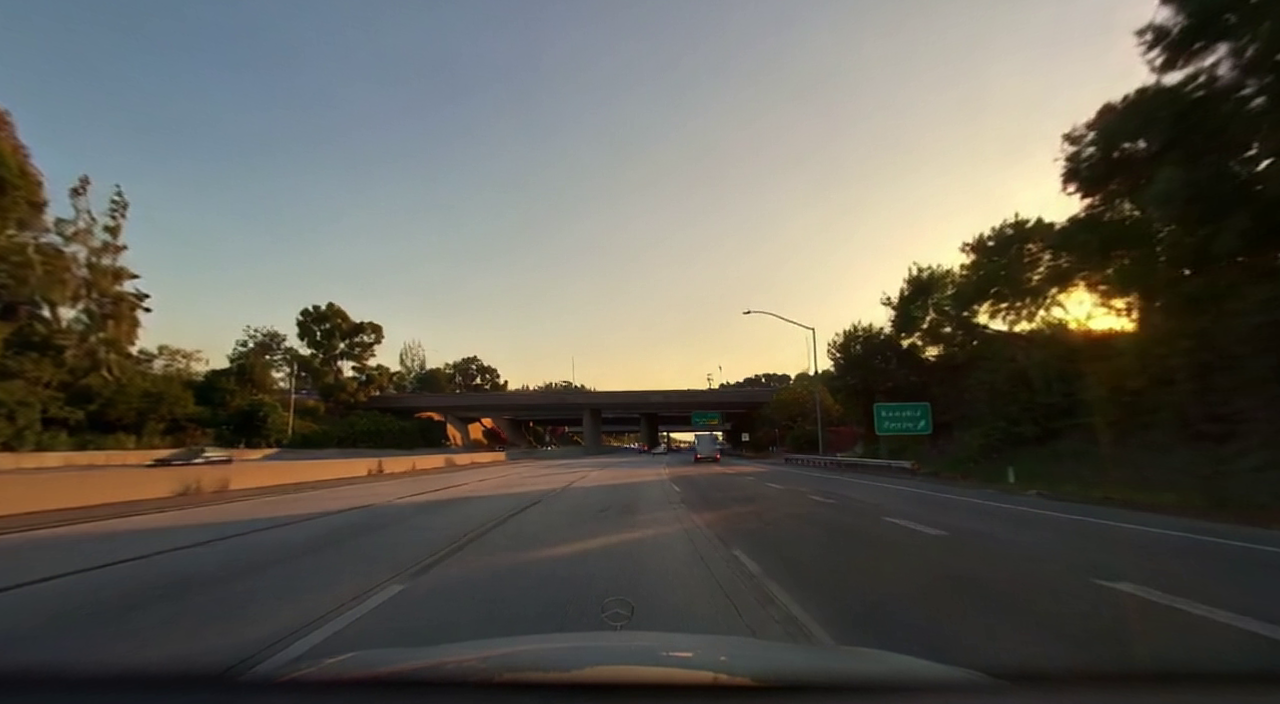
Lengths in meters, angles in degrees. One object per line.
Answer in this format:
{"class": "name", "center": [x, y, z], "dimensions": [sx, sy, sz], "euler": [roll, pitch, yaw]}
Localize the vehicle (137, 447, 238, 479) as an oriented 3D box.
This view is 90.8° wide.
{"class": "vehicle", "center": [-21.501, 5.259, 30.259], "dimensions": [1.765, 1.419, 4.186], "euler": [0, -9, -1]}
